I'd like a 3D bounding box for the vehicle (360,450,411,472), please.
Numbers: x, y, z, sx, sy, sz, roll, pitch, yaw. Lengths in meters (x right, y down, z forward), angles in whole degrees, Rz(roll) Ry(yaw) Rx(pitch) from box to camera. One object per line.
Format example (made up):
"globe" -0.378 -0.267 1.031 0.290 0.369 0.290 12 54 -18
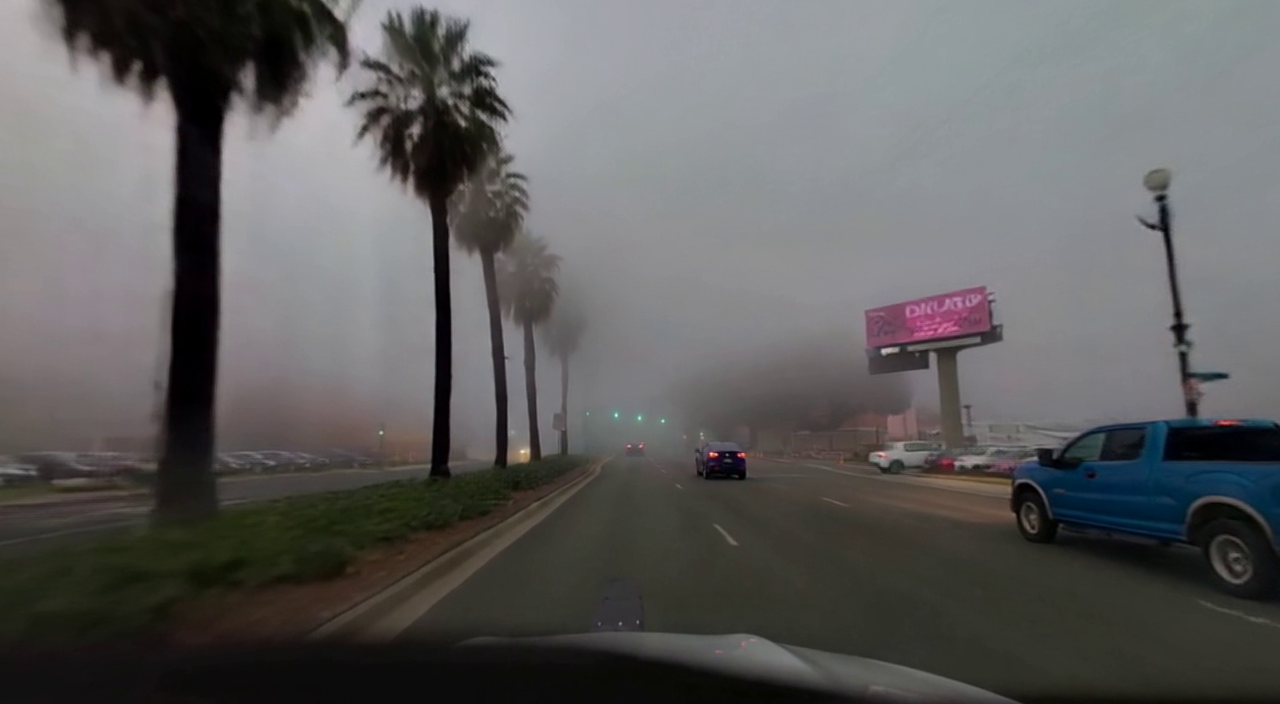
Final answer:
"vehicle" -19.681 8.427 49.132 1.871 1.519 5.002 0 -9 0

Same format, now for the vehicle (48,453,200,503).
"vehicle" -19.395 4.694 24.101 1.840 1.524 4.923 -3 -8 -2

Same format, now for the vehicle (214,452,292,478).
"vehicle" -24.564 7.170 40.328 1.899 1.499 4.911 0 -9 -1

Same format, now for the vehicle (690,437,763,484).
"vehicle" 3.066 3.942 23.240 1.889 1.541 4.303 0 -9 -2

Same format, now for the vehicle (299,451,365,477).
"vehicle" -19.570 7.111 40.386 1.900 1.481 4.684 0 -9 0

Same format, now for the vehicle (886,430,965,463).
"vehicle" 18.389 6.159 41.067 2.300 1.966 6.004 0 -9 0

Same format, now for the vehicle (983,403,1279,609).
"vehicle" 6.100 1.425 6.400 2.140 1.606 5.437 0 -9 -1
